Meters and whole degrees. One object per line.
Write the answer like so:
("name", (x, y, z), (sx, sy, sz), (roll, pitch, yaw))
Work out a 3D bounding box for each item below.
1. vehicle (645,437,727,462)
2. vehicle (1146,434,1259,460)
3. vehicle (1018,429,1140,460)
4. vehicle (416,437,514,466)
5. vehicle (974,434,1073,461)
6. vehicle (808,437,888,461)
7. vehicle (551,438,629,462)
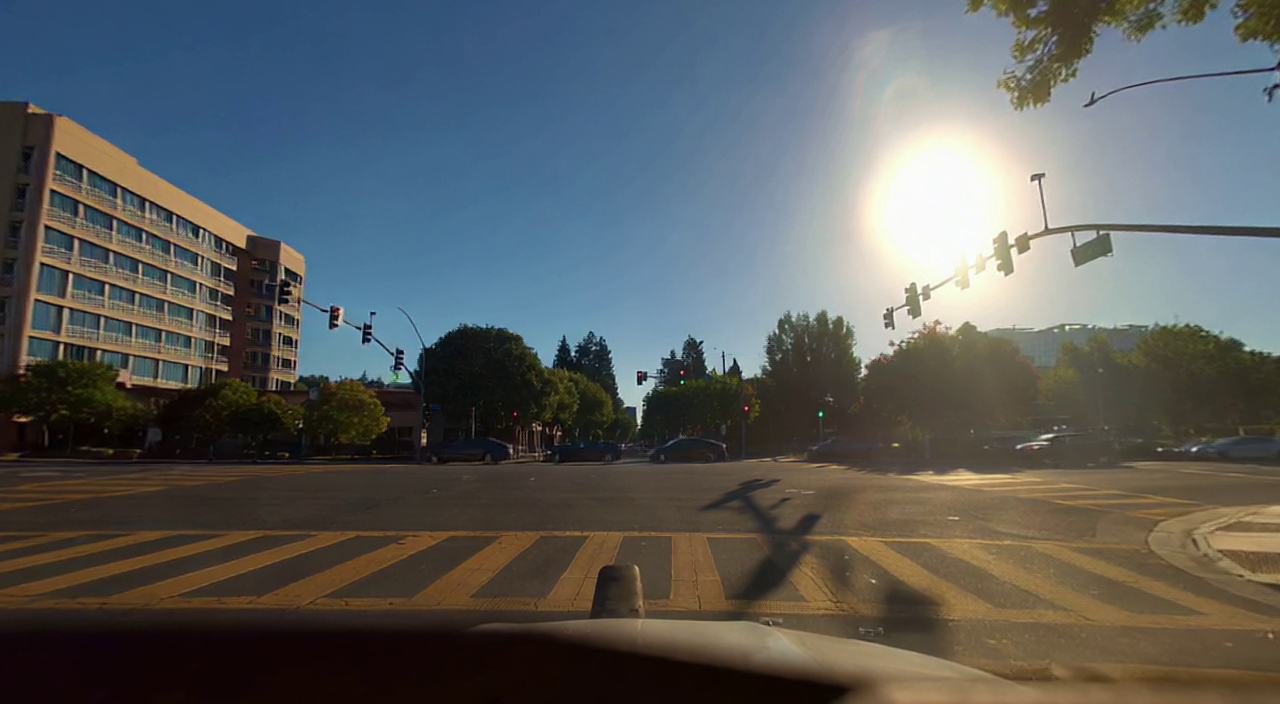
("vehicle", (2.613, 5.680, 36.835), (4.631, 1.435, 1.715), (0, -9, -1))
("vehicle", (32.646, 5.518, 36.753), (4.724, 1.452, 1.870), (0, -9, 0))
("vehicle", (27.637, 5.845, 39.924), (6.133, 1.833, 2.155), (0, -9, -2))
("vehicle", (-9.149, 5.247, 33.259), (4.629, 1.423, 1.833), (-1, -9, 1))
("vehicle", (22.204, 5.539, 36.680), (4.519, 1.476, 1.767), (0, -9, 1))
("vehicle", (13.171, 6.173, 40.149), (4.443, 1.472, 1.794), (0, -9, 1))
("vehicle", (-3.116, 6.247, 40.203), (4.759, 1.445, 1.865), (0, -9, 0))
